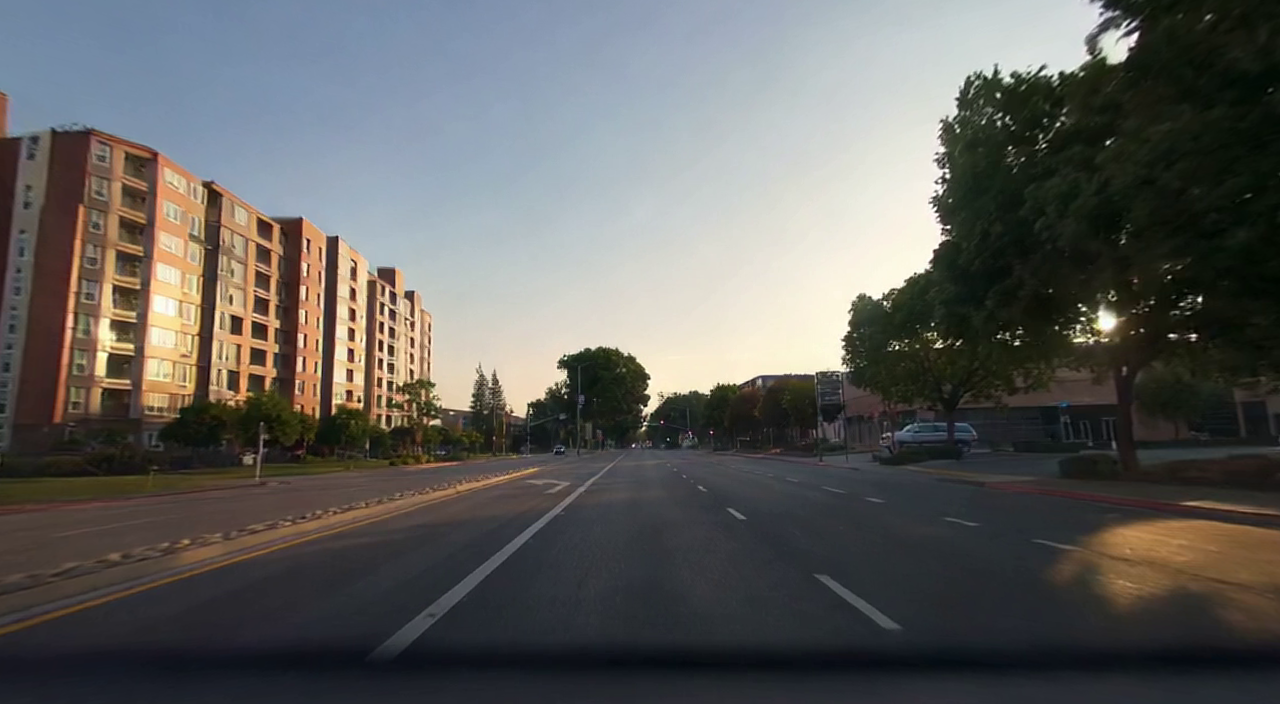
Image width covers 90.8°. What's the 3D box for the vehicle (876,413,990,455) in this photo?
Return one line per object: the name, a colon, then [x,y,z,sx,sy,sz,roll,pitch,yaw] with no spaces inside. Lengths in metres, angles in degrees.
vehicle: [19.716,5.541,42.747,6.543,2.736,2.324,0,-9,-1]
